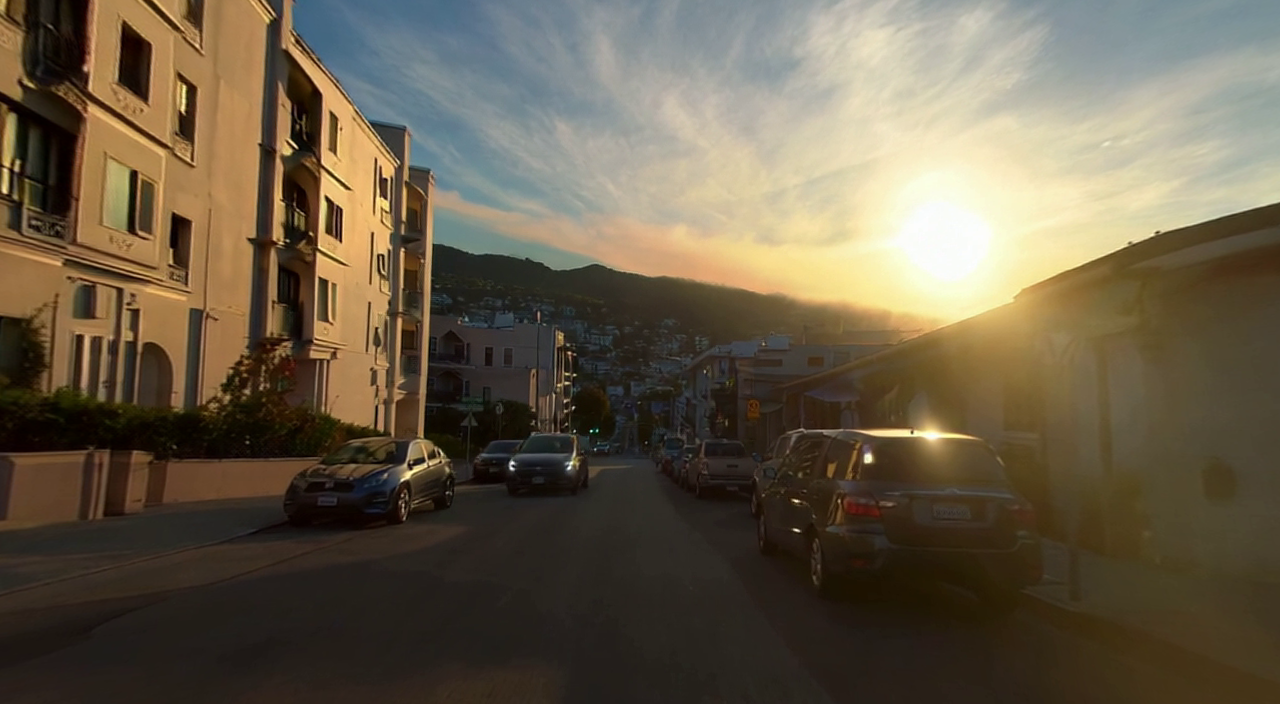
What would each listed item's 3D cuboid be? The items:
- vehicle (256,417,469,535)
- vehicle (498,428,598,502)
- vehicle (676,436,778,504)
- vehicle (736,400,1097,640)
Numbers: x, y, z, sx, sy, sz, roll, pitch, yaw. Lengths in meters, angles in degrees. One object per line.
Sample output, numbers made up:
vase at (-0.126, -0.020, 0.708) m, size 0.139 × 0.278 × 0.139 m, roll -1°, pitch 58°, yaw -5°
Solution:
vehicle at (-4.540, 2.125, 11.198) m, size 1.883 × 1.499 × 4.426 m, roll 6°, pitch -10°, yaw -3°
vehicle at (-2.065, 2.626, 15.078) m, size 1.845 × 1.544 × 3.388 m, roll 0°, pitch -8°, yaw 1°
vehicle at (2.005, 2.838, 15.757) m, size 1.786 × 1.447 × 4.314 m, roll 0°, pitch -8°, yaw -2°
vehicle at (2.266, 1.454, 6.487) m, size 1.839 × 1.678 × 3.918 m, roll 0°, pitch -8°, yaw -2°
